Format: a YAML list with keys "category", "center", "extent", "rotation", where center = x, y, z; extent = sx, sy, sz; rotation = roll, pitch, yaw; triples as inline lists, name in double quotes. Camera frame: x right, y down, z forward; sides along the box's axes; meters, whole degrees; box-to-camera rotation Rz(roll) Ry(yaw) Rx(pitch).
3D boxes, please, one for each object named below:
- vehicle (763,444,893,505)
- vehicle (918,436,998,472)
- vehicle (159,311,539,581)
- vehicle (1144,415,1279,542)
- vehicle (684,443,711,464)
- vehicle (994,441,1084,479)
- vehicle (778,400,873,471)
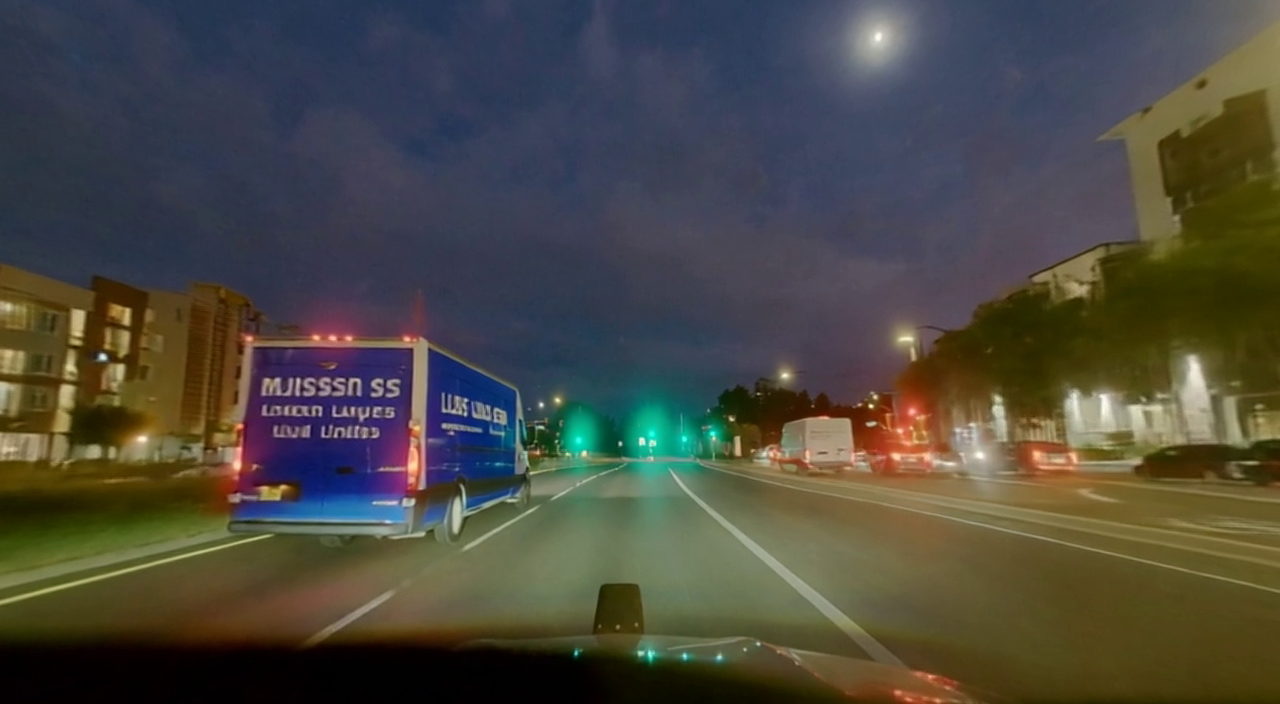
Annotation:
- category: "vehicle"
  center: [4.987, 3.296, 17.650]
  extent: [2.127, 1.439, 5.034]
  rotation: [0, -8, 1]
- category: "vehicle"
  center: [16.588, 5.254, 32.871]
  extent: [4.698, 1.726, 2.046]
  rotation: [7, -11, -41]
- category: "vehicle"
  center: [-3.788, 1.556, 10.799]
  extent: [2.763, 2.974, 7.562]
  rotation: [0, -8, 1]
- category: "vehicle"
  center: [9.245, 1.646, 8.259]
  extent: [1.814, 1.646, 4.133]
  rotation: [0, -8, -1]
- category: "vehicle"
  center: [4.392, 7.812, 48.678]
  extent: [1.878, 1.534, 4.120]
  rotation: [-1, -8, 3]
- category: "vehicle"
  center: [16.528, 4.404, 26.059]
  extent: [4.307, 1.438, 1.923]
  rotation: [8, -12, -42]
- category: "vehicle"
  center: [9.401, 4.410, 33.045]
  extent: [2.882, 3.208, 7.609]
  rotation: [-1, -8, 2]
